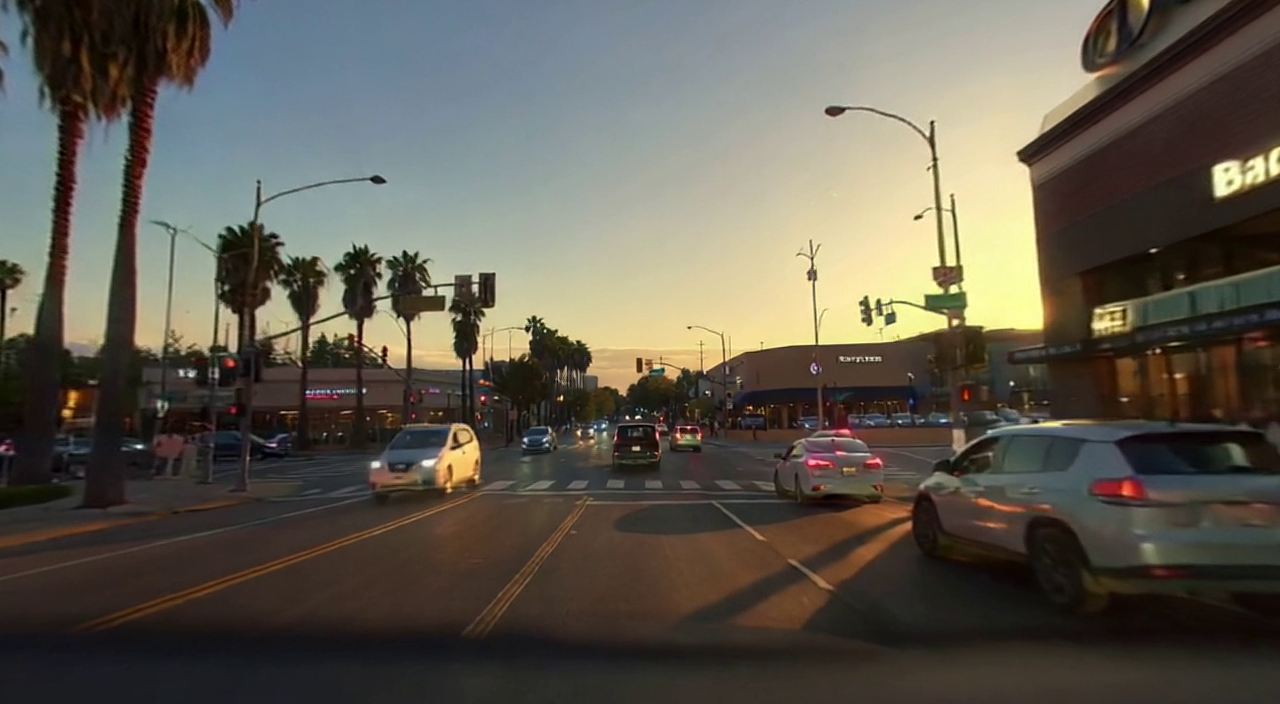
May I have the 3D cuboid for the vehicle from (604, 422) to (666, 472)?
[{"bbox_3d":[-0.219,3.819,25.538,2.264,1.798,4.531,0,-8,-1],"label":"vehicle"}]

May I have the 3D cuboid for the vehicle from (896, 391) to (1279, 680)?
[{"bbox_3d":[4.362,1.409,6.057,2.070,1.711,4.480,-1,-8,3],"label":"vehicle"}]

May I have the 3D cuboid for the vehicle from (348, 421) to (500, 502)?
[{"bbox_3d":[-5.437,2.822,16.776,2.324,1.808,4.946,0,-8,-1],"label":"vehicle"}]

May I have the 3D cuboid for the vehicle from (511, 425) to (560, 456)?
[{"bbox_3d":[-6.022,5.154,36.837,2.040,1.670,4.508,0,-8,0],"label":"vehicle"}]

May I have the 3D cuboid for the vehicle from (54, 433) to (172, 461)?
[{"bbox_3d":[-28.460,5.124,34.171,4.734,1.416,2.083,-1,-7,6],"label":"vehicle"}]

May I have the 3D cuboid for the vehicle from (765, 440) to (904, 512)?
[{"bbox_3d":[4.445,2.879,15.304,1.963,1.449,4.653,0,-8,1],"label":"vehicle"}]

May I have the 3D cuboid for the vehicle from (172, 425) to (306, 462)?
[{"bbox_3d":[-20.854,4.775,33.013,5.674,1.804,2.190,-1,-8,6],"label":"vehicle"}]
